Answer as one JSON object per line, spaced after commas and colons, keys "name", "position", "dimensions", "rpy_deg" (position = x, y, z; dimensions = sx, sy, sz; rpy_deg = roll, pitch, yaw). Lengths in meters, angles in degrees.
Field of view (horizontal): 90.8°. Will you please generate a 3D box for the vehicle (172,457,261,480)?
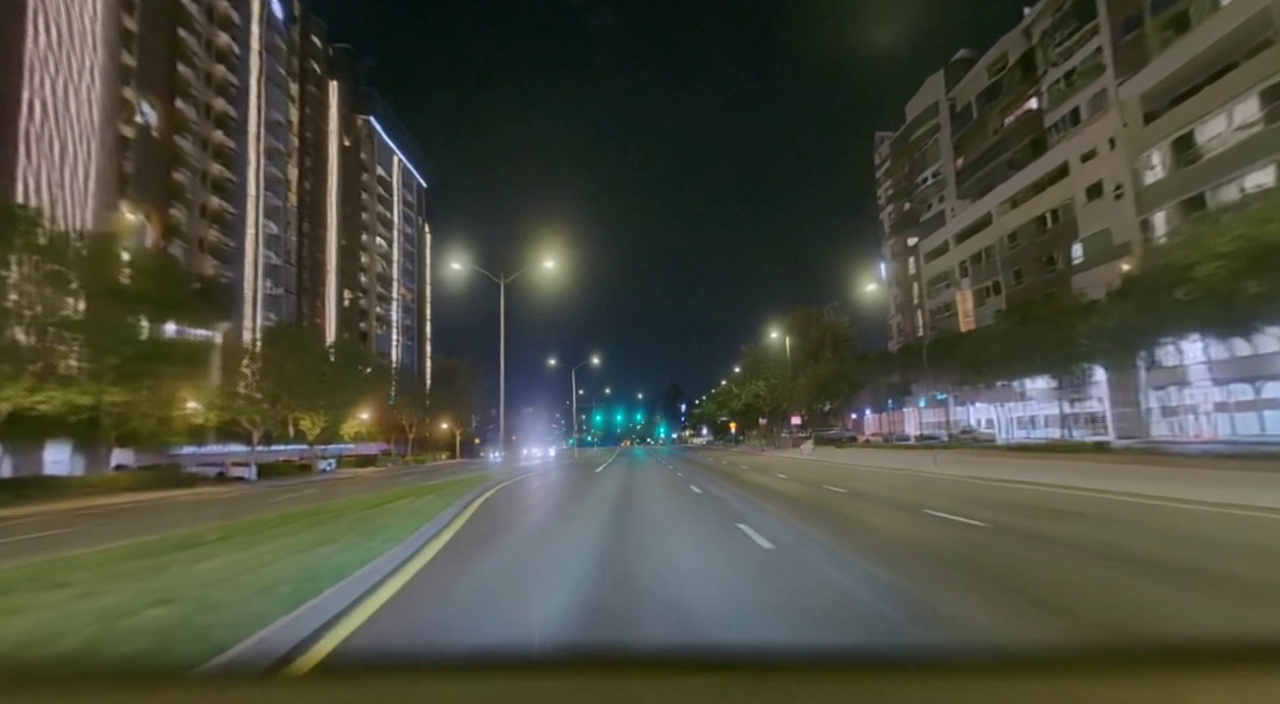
{"name": "vehicle", "position": [-30.139, 8.322, 45.057], "dimensions": [4.851, 1.519, 2.112], "rpy_deg": [0, -8, 1]}
